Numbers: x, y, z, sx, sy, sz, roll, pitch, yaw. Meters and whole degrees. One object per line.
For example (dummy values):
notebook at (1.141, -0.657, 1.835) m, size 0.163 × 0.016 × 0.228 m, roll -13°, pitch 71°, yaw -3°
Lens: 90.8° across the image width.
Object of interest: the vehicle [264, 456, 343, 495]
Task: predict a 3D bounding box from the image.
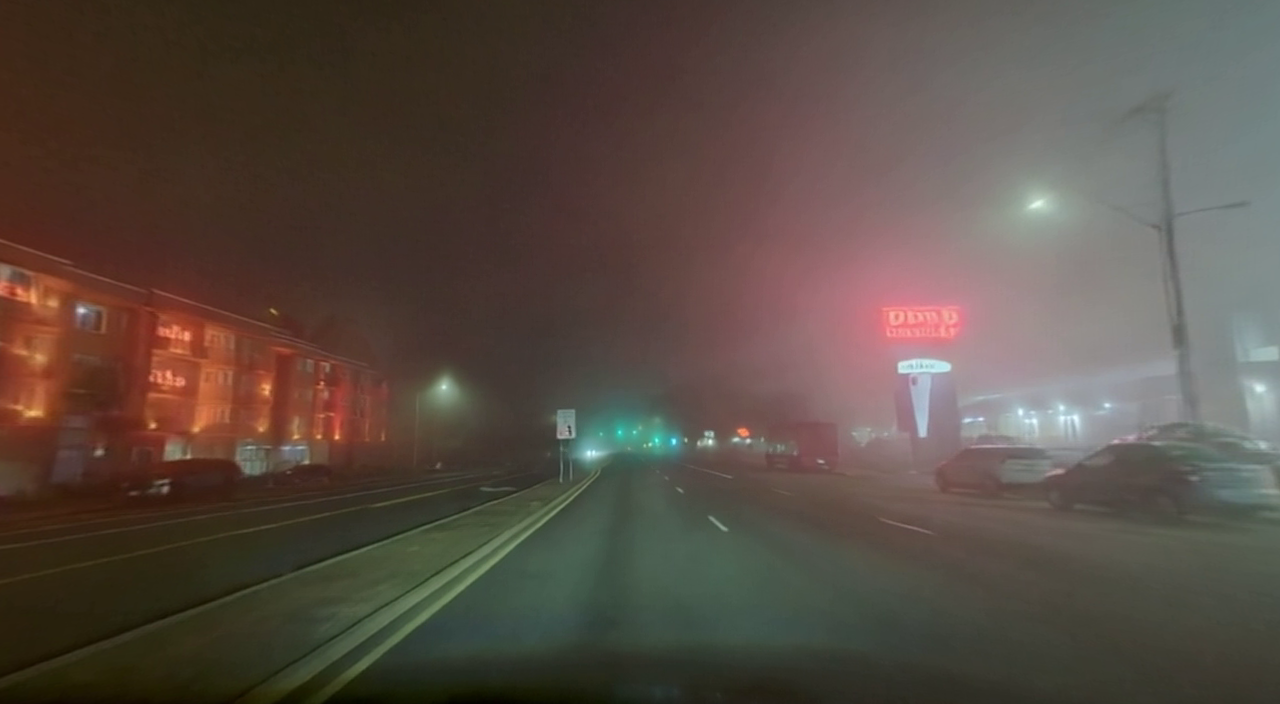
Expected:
vehicle at (-19.310, 7.051, 36.477) m, size 2.042 × 1.773 × 4.914 m, roll -4°, pitch -8°, yaw -2°

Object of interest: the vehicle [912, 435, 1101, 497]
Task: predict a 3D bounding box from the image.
vehicle at (10.128, 3.209, 18.098) m, size 2.170 × 1.492 × 5.038 m, roll 1°, pitch -9°, yaw -3°

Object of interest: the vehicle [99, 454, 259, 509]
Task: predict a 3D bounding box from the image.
vehicle at (-19.113, 5.343, 26.693) m, size 2.247 × 1.820 × 5.907 m, roll -3°, pitch -8°, yaw 2°

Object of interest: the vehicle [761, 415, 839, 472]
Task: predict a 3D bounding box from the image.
vehicle at (9.832, 5.742, 39.652) m, size 2.917 × 3.205 × 6.985 m, roll 0°, pitch -8°, yaw -1°

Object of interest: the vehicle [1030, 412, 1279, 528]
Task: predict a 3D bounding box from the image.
vehicle at (10.125, 2.121, 11.908) m, size 2.183 × 1.698 × 5.010 m, roll 0°, pitch -9°, yaw -2°
